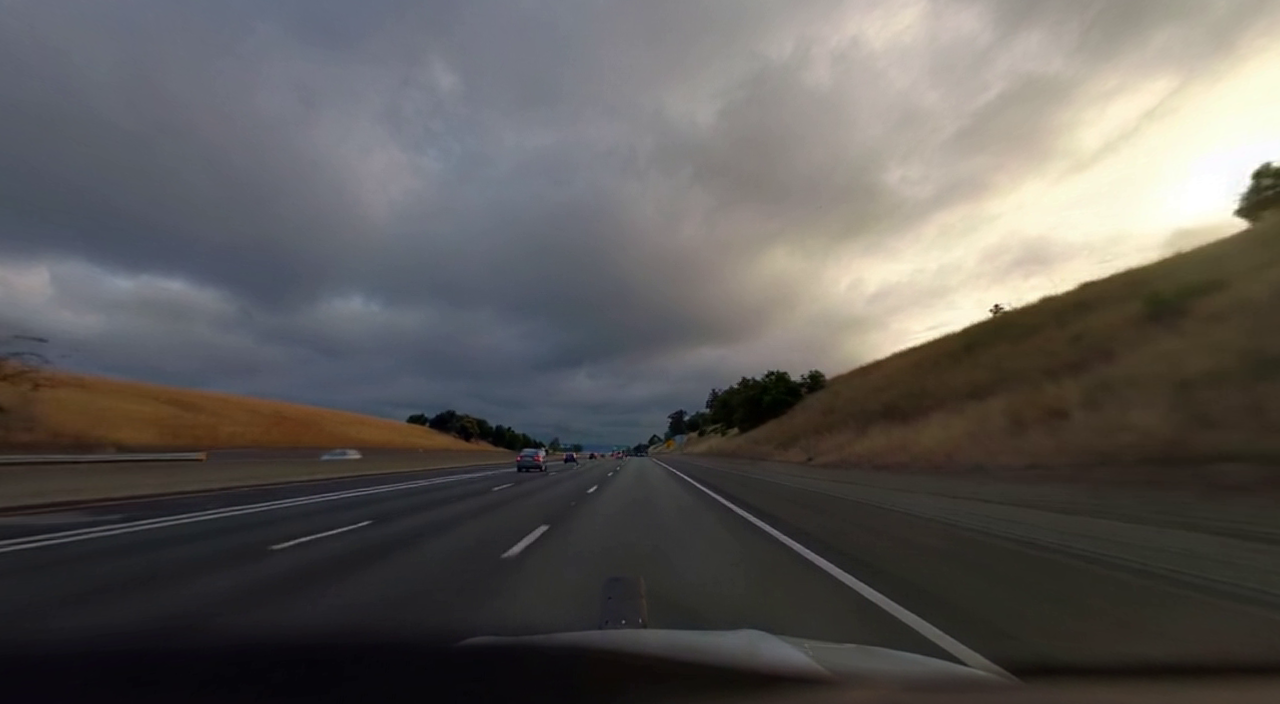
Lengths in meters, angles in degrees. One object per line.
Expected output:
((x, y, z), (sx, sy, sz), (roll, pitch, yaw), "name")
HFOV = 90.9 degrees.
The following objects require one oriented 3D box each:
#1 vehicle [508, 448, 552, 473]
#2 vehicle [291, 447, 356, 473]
((-7.075, 7.018, 40.907), (2.015, 1.483, 4.626), (0, -9, 0), "vehicle")
((-18.577, 6.348, 37.187), (1.762, 1.447, 4.009), (0, -9, 0), "vehicle")
